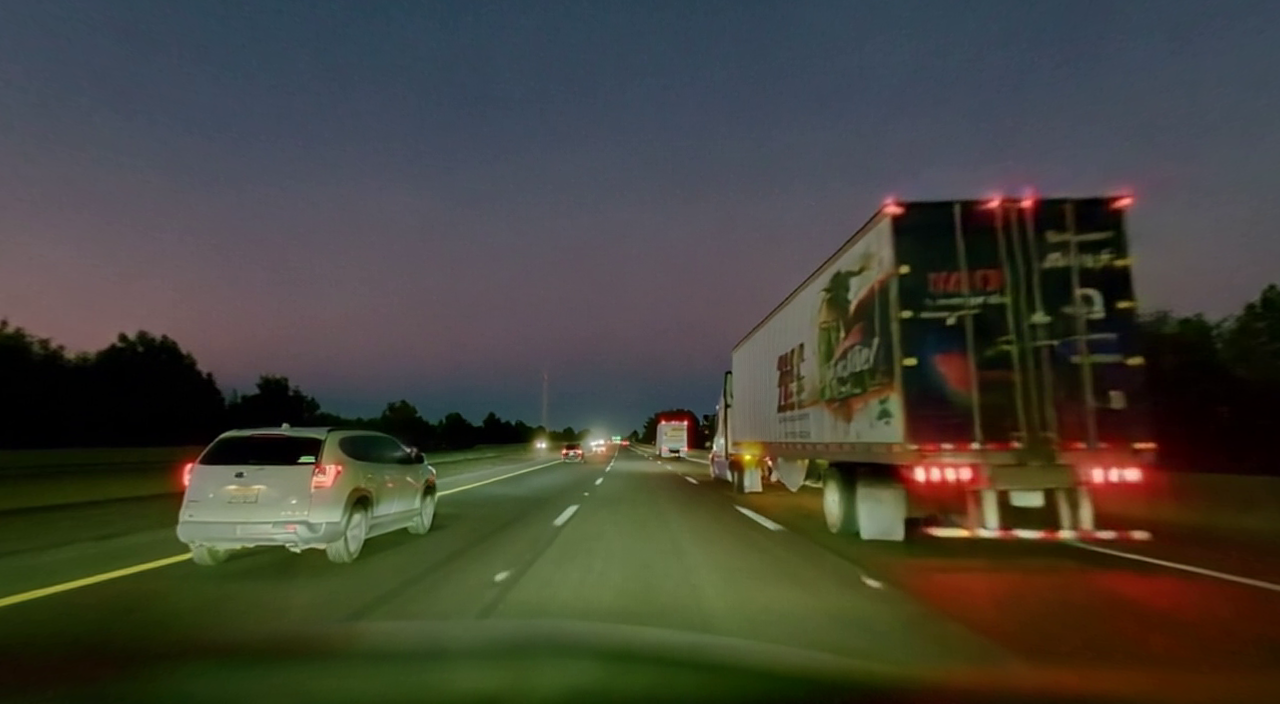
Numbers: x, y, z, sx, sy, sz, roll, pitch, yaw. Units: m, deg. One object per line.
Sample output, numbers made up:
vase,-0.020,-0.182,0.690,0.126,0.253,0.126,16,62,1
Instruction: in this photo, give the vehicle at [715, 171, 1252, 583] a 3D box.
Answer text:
vehicle,4.067,1.201,13.025,2.933,4.016,13.949,0,-9,-1

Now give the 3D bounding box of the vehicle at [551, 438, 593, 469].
vehicle,-4.039,6.142,38.182,2.139,1.716,4.530,0,-9,-1

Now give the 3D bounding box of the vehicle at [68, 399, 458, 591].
vehicle,-4.164,1.676,8.198,2.202,1.760,4.617,0,-9,0
